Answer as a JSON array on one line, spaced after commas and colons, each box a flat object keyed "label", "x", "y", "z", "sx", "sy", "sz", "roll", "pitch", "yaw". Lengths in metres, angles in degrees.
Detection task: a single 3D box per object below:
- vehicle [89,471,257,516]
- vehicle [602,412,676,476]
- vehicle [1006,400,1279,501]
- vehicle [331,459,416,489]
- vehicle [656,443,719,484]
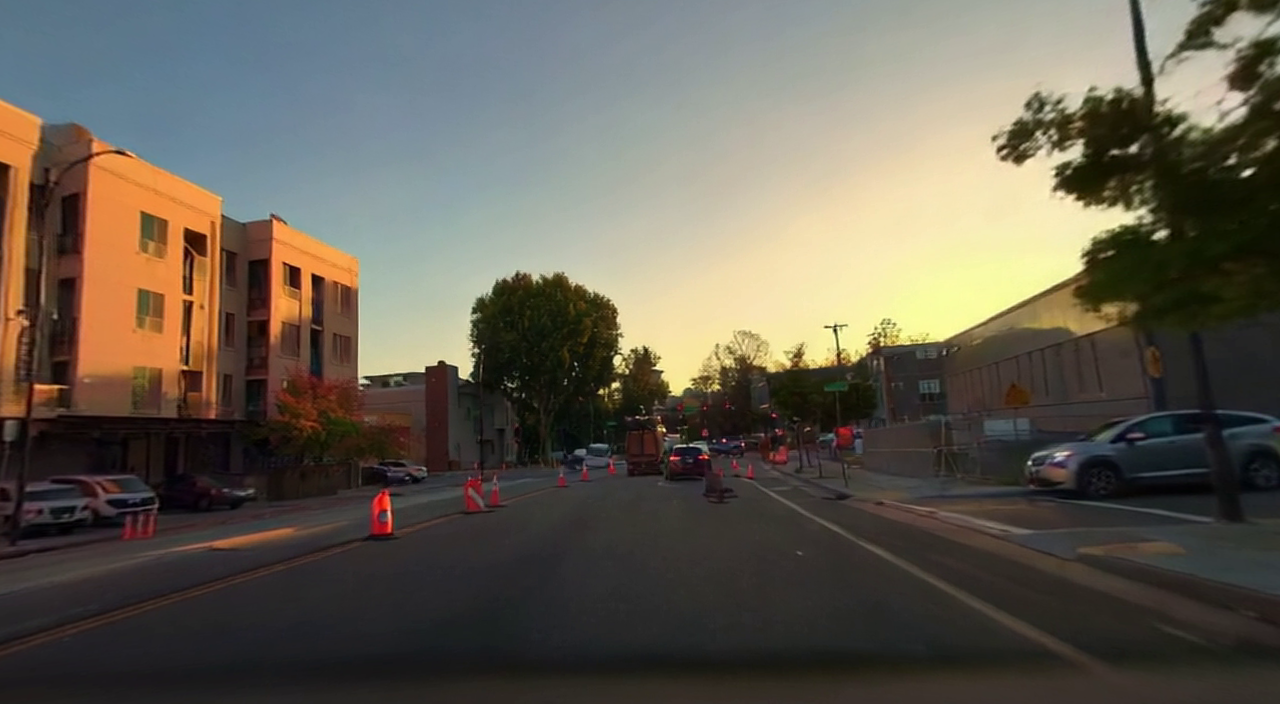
[{"label": "vehicle", "x": -17.804, "y": 5.369, "z": 24.225, "sx": 4.952, "sy": 1.510, "sz": 2.115, "roll": -1, "pitch": -9, "yaw": 6}, {"label": "vehicle", "x": 0.299, "y": 5.775, "z": 39.493, "sx": 2.977, "sy": 3.271, "sz": 12.748, "roll": -1, "pitch": -9, "yaw": 7}, {"label": "vehicle", "x": 10.881, "y": 2.057, "z": 13.263, "sx": 4.859, "sy": 1.914, "sz": 2.333, "roll": 0, "pitch": -9, "yaw": 1}, {"label": "vehicle", "x": -16.562, "y": 7.573, "z": 39.324, "sx": 4.397, "sy": 1.698, "sz": 1.932, "roll": -1, "pitch": -9, "yaw": 8}, {"label": "vehicle", "x": 1.802, "y": 4.463, "z": 25.514, "sx": 2.159, "sy": 1.506, "sz": 4.086, "roll": 0, "pitch": -9, "yaw": -1}]
